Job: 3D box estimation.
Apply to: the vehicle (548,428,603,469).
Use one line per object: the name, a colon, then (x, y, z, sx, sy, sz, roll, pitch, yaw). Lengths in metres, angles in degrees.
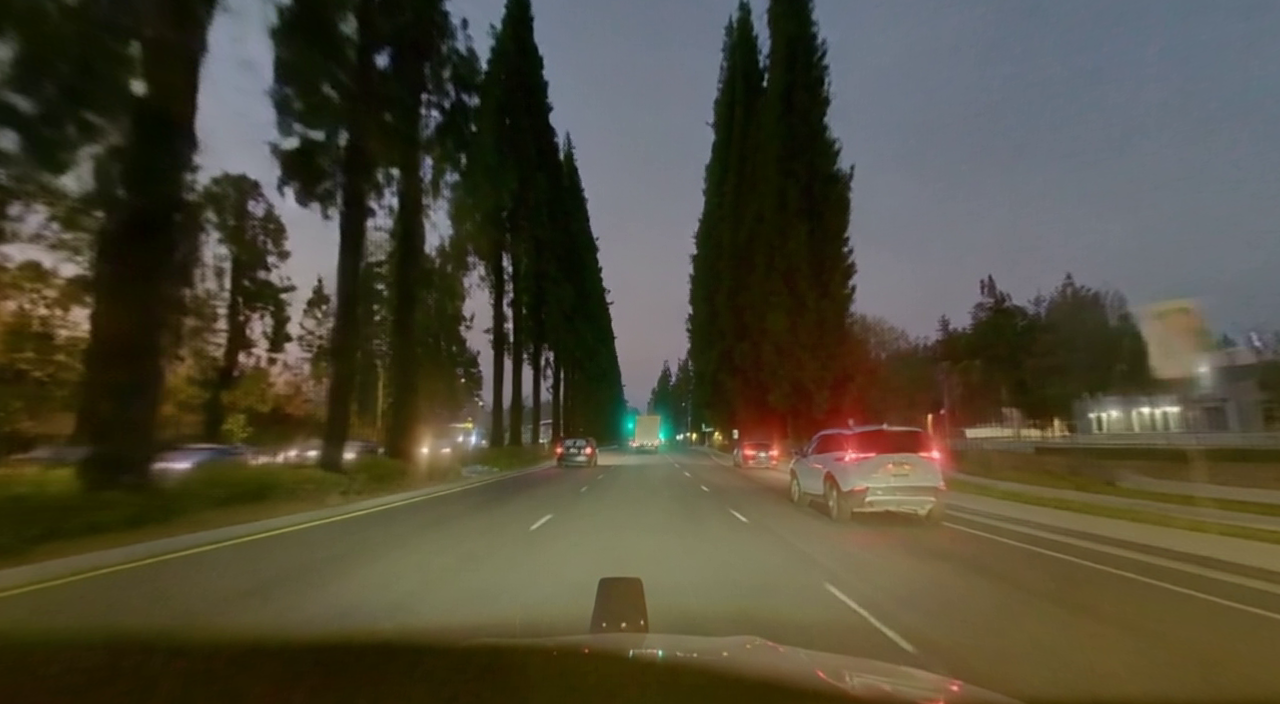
vehicle: (-3.251, 5.015, 32.896, 2.255, 1.940, 4.822, -1, -9, 2)

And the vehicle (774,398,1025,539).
vehicle: (4.353, 2.116, 12.084, 2.381, 2.008, 5.971, 0, -9, 2)

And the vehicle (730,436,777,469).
vehicle: (6.355, 5.682, 35.784, 2.280, 1.757, 4.572, -1, -9, 6)

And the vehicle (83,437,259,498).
vehicle: (-13.772, 3.383, 18.888, 2.181, 1.604, 3.944, 0, -9, 1)

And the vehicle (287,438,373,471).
vehicle: (-16.688, 5.518, 34.239, 2.176, 1.646, 4.643, 0, -8, 1)

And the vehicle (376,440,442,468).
vehicle: (-12.955, 5.753, 35.682, 1.897, 1.472, 4.592, -1, -9, 2)
